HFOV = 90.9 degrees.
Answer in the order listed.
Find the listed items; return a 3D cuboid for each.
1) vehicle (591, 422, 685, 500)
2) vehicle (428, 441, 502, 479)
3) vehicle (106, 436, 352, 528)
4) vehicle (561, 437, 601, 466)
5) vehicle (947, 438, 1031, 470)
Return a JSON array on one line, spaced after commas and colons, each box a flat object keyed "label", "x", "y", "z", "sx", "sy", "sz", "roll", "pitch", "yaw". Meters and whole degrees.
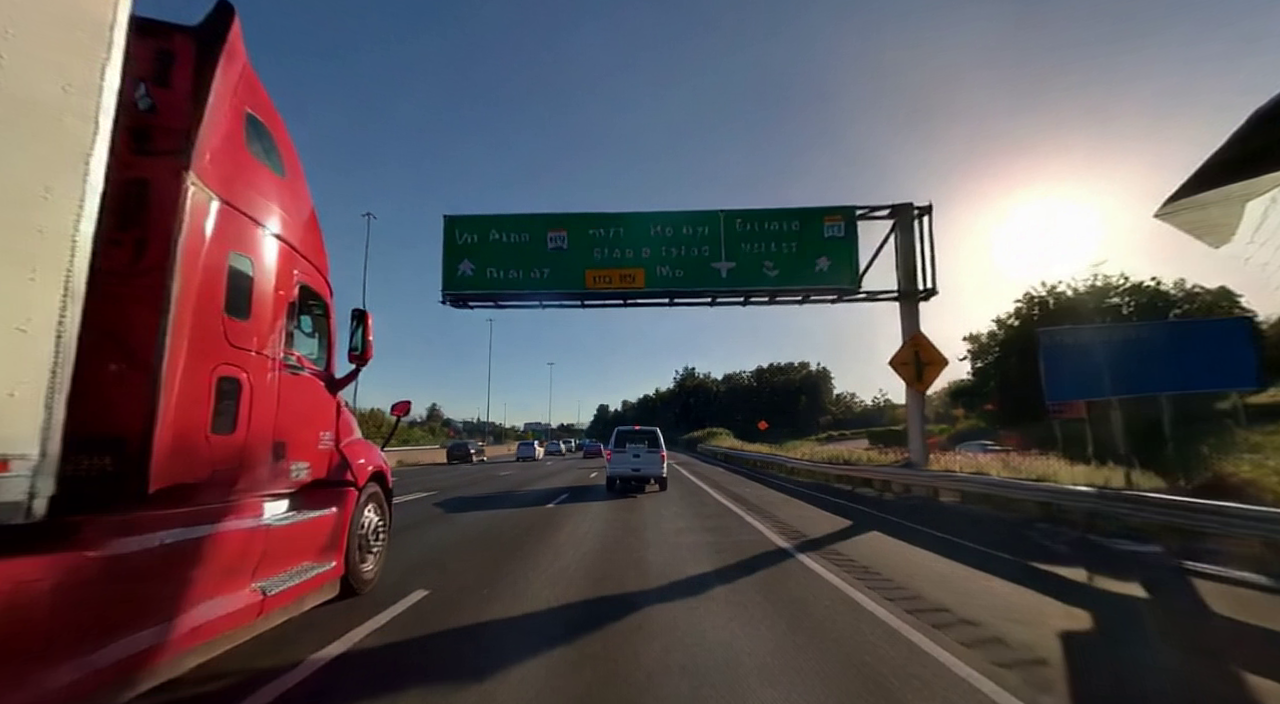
[{"label": "vehicle", "x": -0.054, "y": 2.815, "z": 16.527, "sx": 2.152, "sy": 1.779, "sz": 3.924, "roll": 0, "pitch": -9, "yaw": 0}, {"label": "vehicle", "x": -7.349, "y": 4.552, "z": 26.903, "sx": 1.869, "sy": 1.466, "sz": 4.217, "roll": 0, "pitch": -9, "yaw": 1}, {"label": "vehicle", "x": -7.583, "y": 2.413, "z": 12.293, "sx": 1.864, "sy": 1.458, "sz": 4.295, "roll": 0, "pitch": -9, "yaw": 1}, {"label": "vehicle", "x": -3.524, "y": 6.000, "z": 38.189, "sx": 1.952, "sy": 1.649, "sz": 4.131, "roll": 0, "pitch": -9, "yaw": 1}, {"label": "vehicle", "x": 17.382, "y": 5.130, "z": 31.739, "sx": 1.918, "sy": 1.472, "sz": 4.782, "roll": -1, "pitch": -9, "yaw": 6}]
